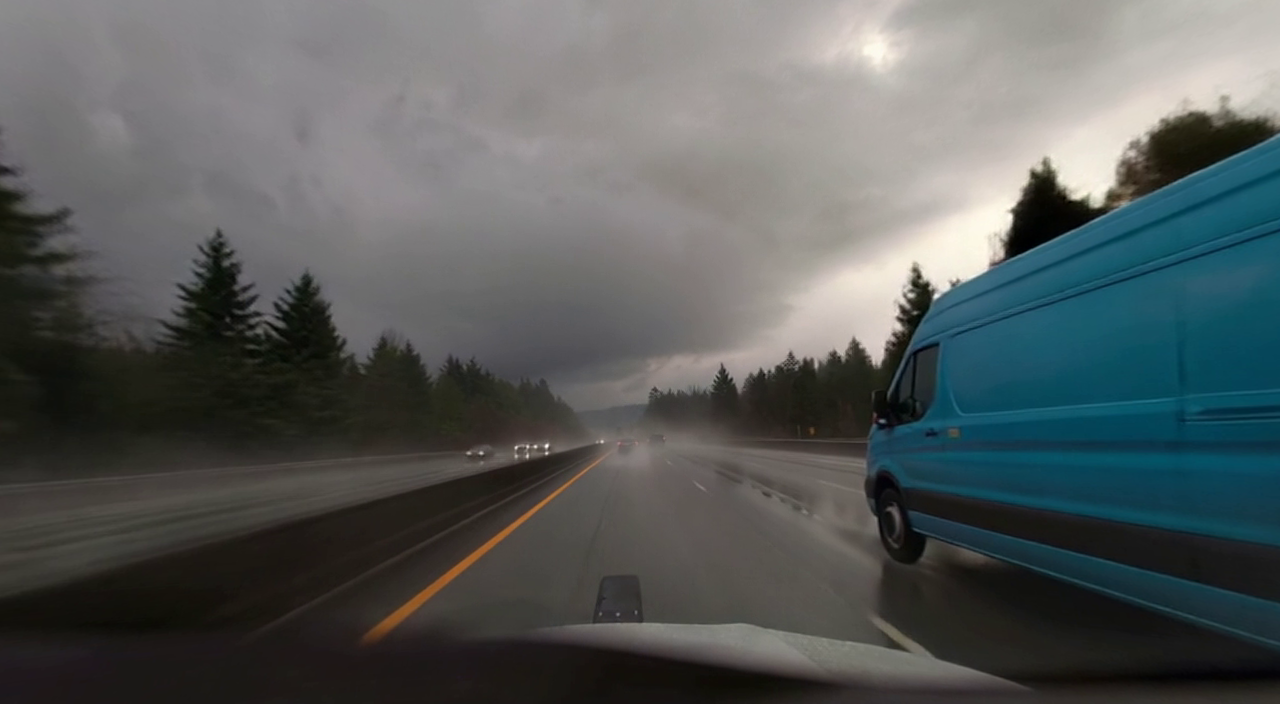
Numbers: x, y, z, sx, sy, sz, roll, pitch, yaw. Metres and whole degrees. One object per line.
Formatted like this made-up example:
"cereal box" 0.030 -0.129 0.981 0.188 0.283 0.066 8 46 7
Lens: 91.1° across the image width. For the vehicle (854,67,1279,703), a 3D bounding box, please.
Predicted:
"vehicle" 3.710 0.298 3.349 2.416 2.595 7.243 0 -8 -1
